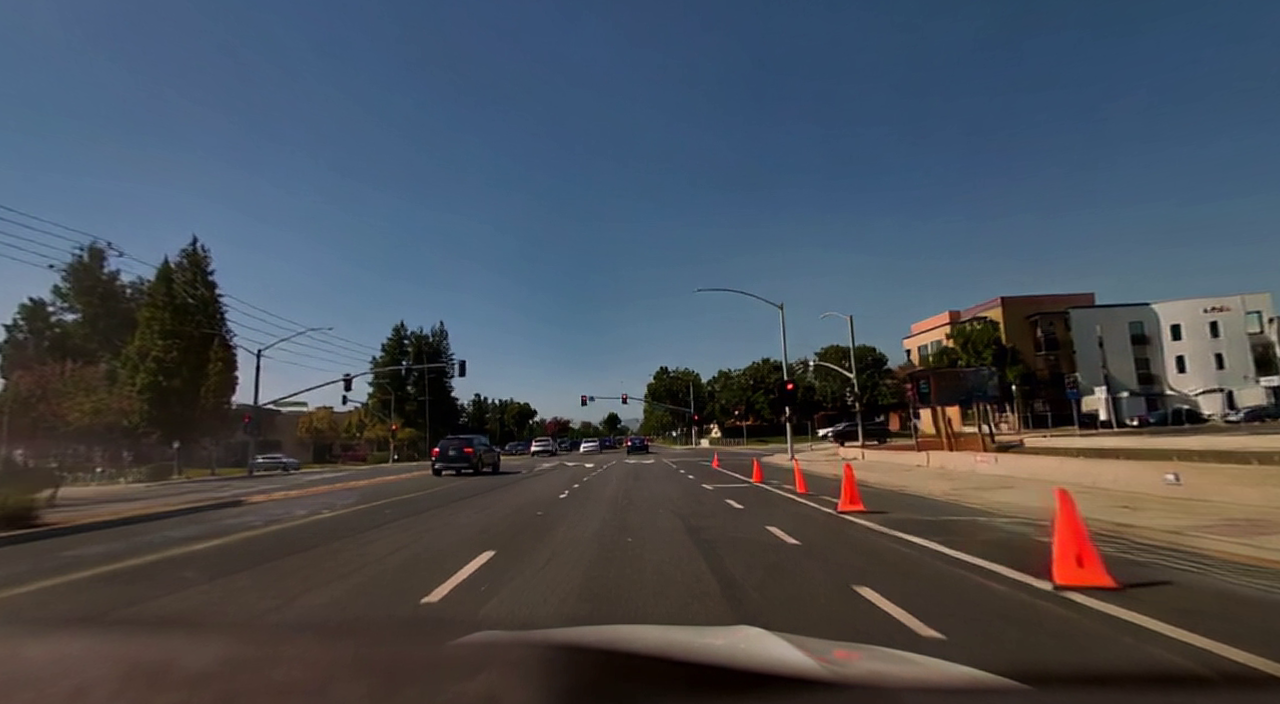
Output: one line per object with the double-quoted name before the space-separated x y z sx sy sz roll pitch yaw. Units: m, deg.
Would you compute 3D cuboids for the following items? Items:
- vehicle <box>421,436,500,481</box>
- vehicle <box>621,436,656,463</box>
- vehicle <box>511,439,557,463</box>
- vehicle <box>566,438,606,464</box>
"vehicle" -6.929 4.135 24.809 1.869 1.570 4.064 0 -8 0
"vehicle" -0.058 5.871 38.265 1.985 1.521 3.968 0 -8 1
"vehicle" -6.736 6.361 40.573 2.074 1.447 4.224 0 -8 1
"vehicle" -3.173 5.944 37.943 1.946 1.437 4.154 0 -8 1
